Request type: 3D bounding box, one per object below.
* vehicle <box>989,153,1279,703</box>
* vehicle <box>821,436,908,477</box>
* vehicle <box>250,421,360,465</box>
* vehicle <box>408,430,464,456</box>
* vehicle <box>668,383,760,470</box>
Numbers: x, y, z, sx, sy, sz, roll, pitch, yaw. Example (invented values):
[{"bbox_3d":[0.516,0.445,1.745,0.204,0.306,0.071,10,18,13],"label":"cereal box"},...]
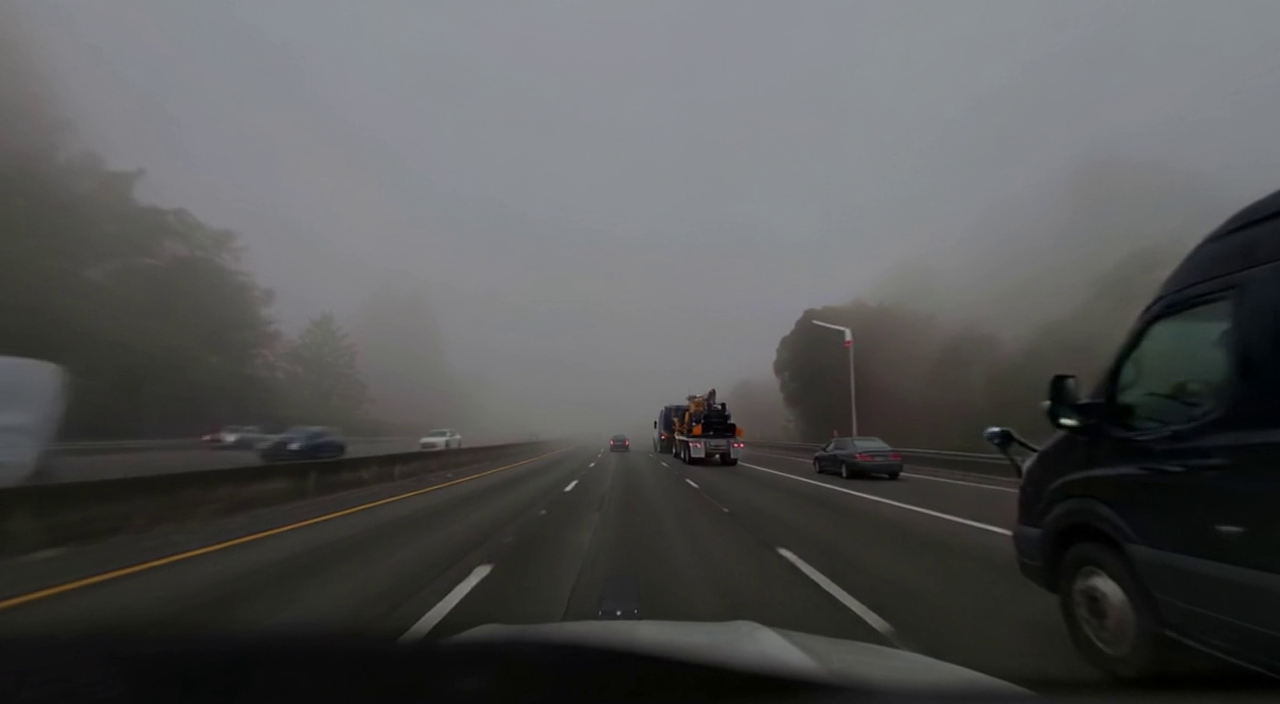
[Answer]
[{"bbox_3d":[3.779,0.328,1.474,2.386,2.509,5.880,0,-8,-2],"label":"vehicle"},{"bbox_3d":[8.753,4.076,24.994,1.820,1.469,4.257,0,-8,-1],"label":"vehicle"},{"bbox_3d":[-12.472,3.420,23.807,2.055,1.499,4.104,0,-8,-2],"label":"vehicle"},{"bbox_3d":[-12.301,5.499,38.295,1.963,1.489,4.582,0,-8,-2],"label":"vehicle"},{"bbox_3d":[3.416,3.890,32.324,2.912,3.738,10.123,0,-8,-4],"label":"vehicle"}]
